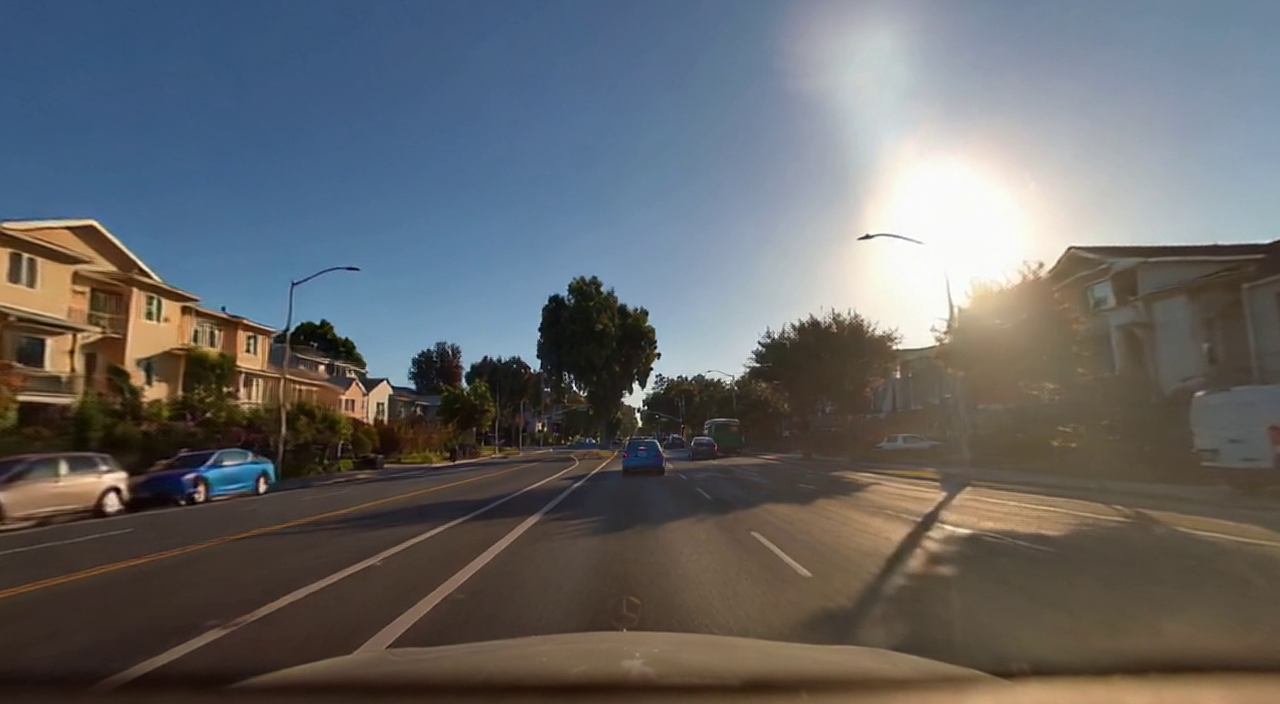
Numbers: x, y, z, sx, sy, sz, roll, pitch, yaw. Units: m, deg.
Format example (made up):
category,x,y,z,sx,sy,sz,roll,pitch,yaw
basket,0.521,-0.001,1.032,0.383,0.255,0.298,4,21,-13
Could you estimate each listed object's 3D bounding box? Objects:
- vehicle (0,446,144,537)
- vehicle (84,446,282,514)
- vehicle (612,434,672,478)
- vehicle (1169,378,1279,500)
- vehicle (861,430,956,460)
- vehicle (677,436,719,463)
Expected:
category,x,y,z,sx,sy,sz,roll,pitch,yaw
vehicle,-14.488,3.122,14.519,2.140,1.899,4.900,0,-8,0
vehicle,-14.268,3.960,20.345,2.078,1.833,5.666,0,-8,1
vehicle,0.029,3.900,23.878,2.093,1.497,4.010,0,-8,-1
vehicle,14.961,1.806,13.215,5.696,2.299,2.292,0,-9,-2
vehicle,15.172,5.272,35.848,4.456,1.520,1.911,-1,-8,-2
vehicle,3.457,5.954,38.771,2.161,1.519,4.568,0,-8,0
